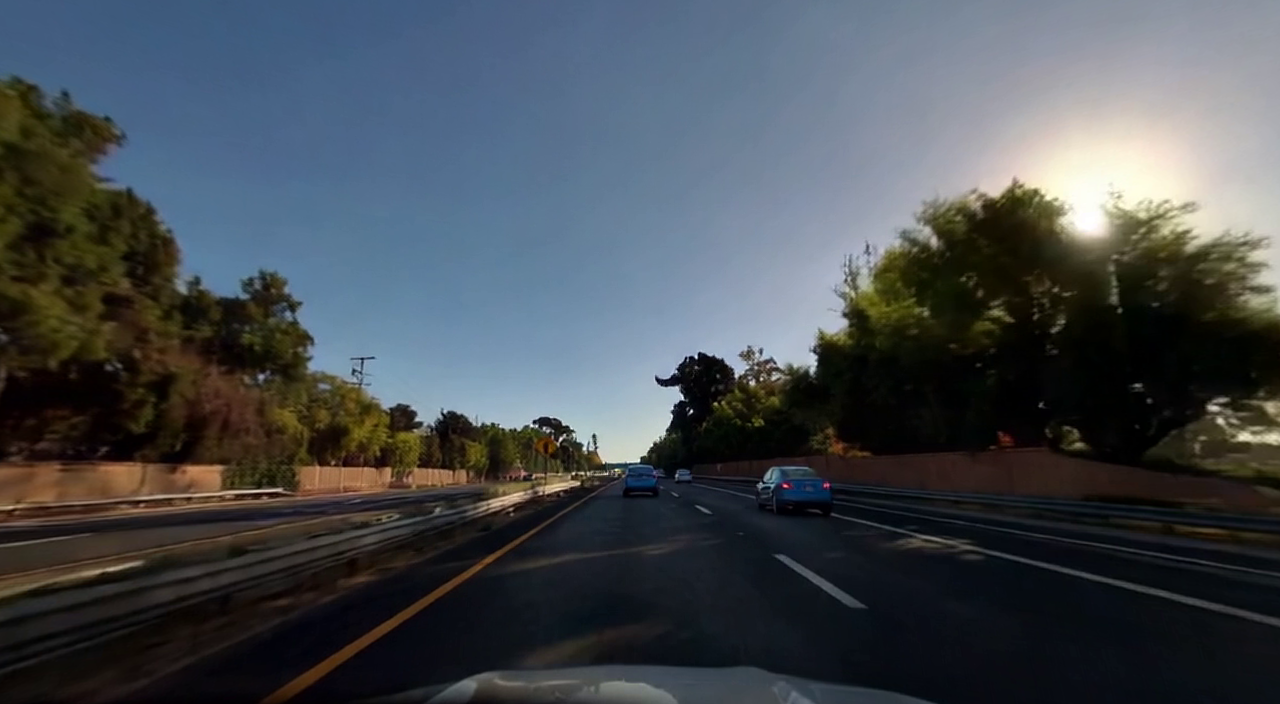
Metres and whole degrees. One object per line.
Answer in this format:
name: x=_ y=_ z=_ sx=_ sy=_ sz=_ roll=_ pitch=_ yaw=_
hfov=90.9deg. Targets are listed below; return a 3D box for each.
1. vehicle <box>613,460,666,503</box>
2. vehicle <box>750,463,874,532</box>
vehicle: x=-0.027 y=5.334 z=26.163 sx=2.037 sy=1.605 sz=3.833 roll=1 pitch=-11 yaw=0
vehicle: x=4.185 y=3.626 z=16.105 sx=1.938 sy=1.494 sz=4.032 roll=1 pitch=-11 yaw=-1
